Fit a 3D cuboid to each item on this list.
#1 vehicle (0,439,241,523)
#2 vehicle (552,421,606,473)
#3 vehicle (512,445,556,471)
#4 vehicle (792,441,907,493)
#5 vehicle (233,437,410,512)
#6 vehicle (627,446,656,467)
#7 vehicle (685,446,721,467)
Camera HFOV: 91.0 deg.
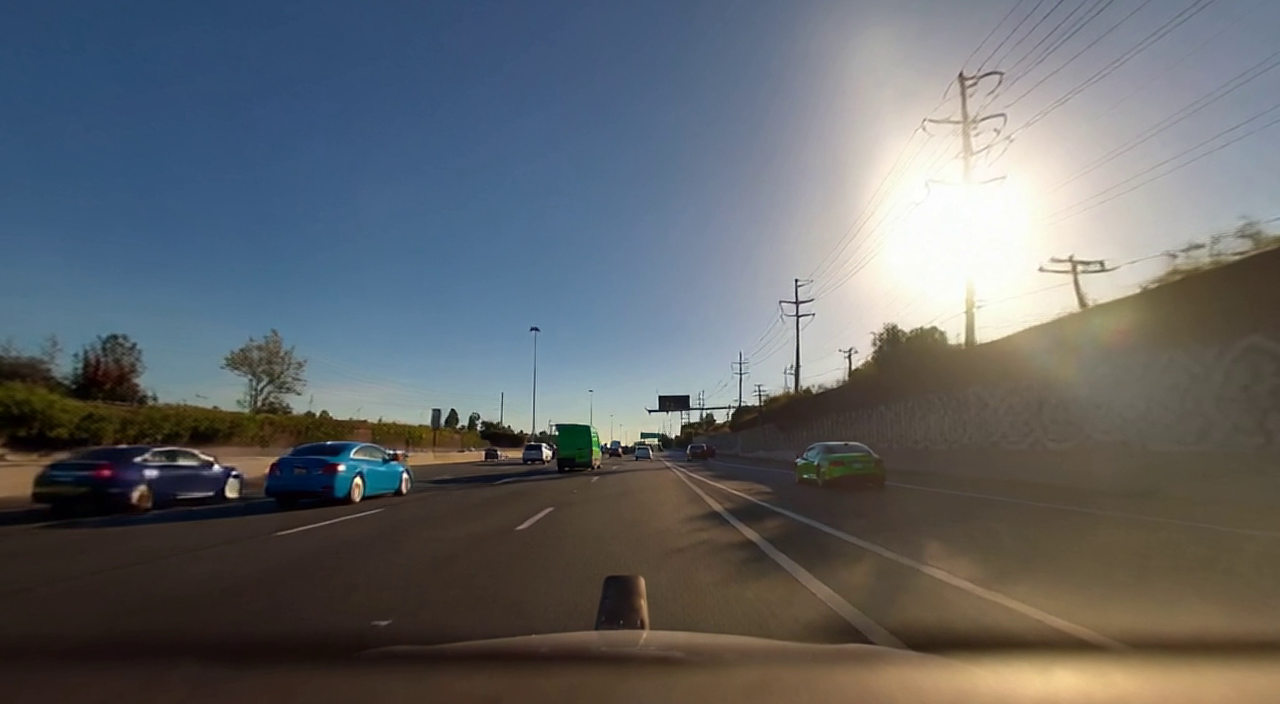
[{"bbox_3d":[-11.109,2.688,13.689,2.009,1.513,4.304,0,-9,0],"label":"vehicle"},{"bbox_3d":[-3.313,5.388,35.605,2.395,2.660,5.827,0,-9,1],"label":"vehicle"},{"bbox_3d":[-6.635,6.668,39.821,1.944,1.490,4.442,0,-9,1],"label":"vehicle"},{"bbox_3d":[6.502,3.604,20.103,2.052,1.470,4.364,0,-9,-2],"label":"vehicle"},{"bbox_3d":[-7.429,2.887,15.339,1.967,1.525,4.458,0,-9,0],"label":"vehicle"},{"bbox_3d":[0.083,7.784,47.192,2.084,1.492,4.137,0,-9,-1],"label":"vehicle"},{"bbox_3d":[4.605,7.716,46.677,2.095,1.504,4.536,0,-9,-1],"label":"vehicle"}]
